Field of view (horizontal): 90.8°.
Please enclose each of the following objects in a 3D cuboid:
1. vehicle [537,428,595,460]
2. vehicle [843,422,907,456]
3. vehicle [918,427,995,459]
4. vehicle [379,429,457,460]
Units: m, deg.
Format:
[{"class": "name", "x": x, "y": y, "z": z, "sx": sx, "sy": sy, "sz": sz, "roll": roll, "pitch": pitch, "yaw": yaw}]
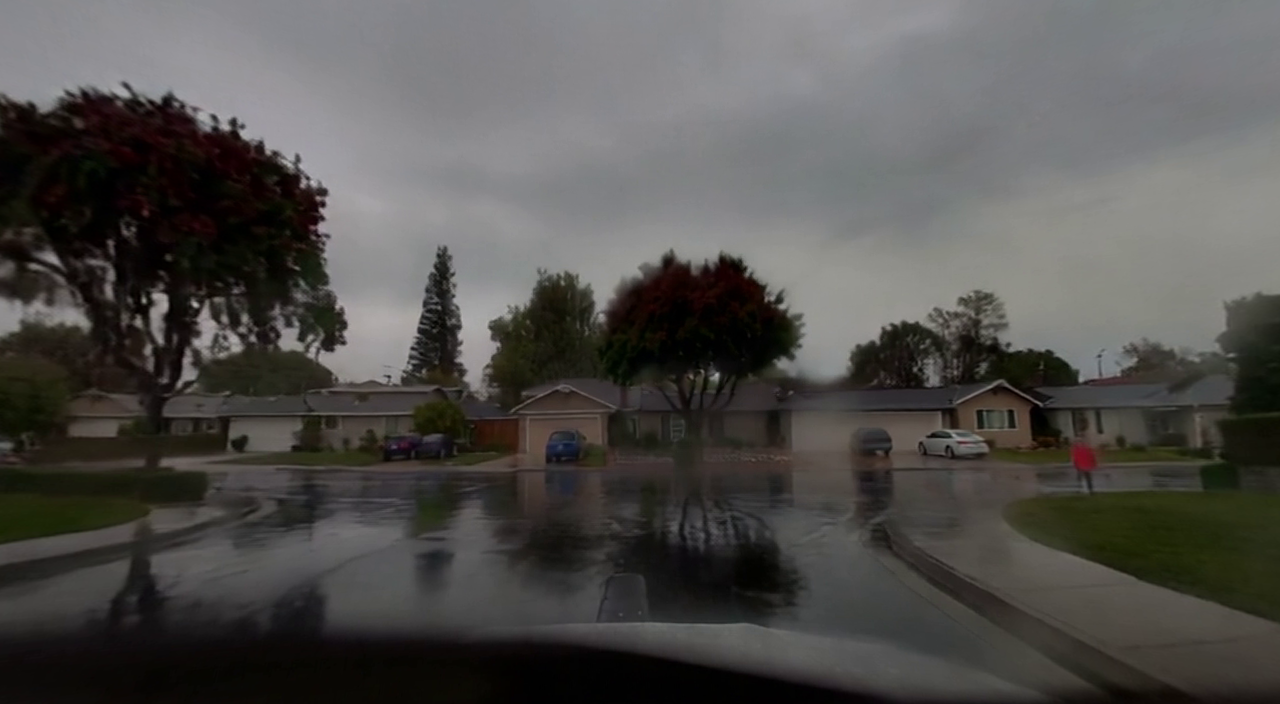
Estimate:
[{"class": "vehicle", "x": -4.010, "y": 5.117, "z": 34.982, "sx": 1.942, "sy": 1.651, "sz": 4.655, "roll": -2, "pitch": -9, "yaw": 10}, {"class": "vehicle", "x": 12.784, "y": 4.814, "z": 34.665, "sx": 1.937, "sy": 1.731, "sz": 4.179, "roll": 0, "pitch": -8, "yaw": 1}, {"class": "vehicle", "x": 16.661, "y": 4.826, "z": 33.523, "sx": 1.873, "sy": 1.556, "sz": 4.216, "roll": 0, "pitch": -9, "yaw": -1}, {"class": "vehicle", "x": -13.198, "y": 5.539, "z": 37.892, "sx": 1.942, "sy": 1.700, "sz": 4.478, "roll": -3, "pitch": -9, "yaw": 20}]
